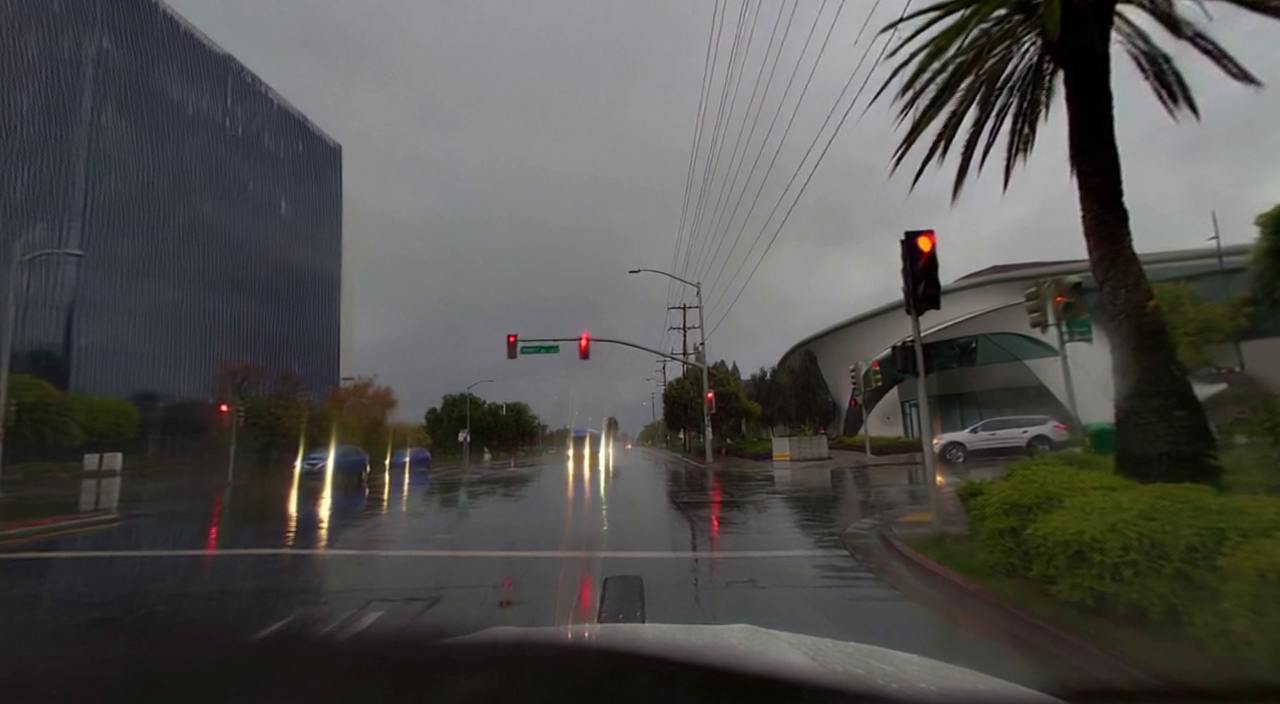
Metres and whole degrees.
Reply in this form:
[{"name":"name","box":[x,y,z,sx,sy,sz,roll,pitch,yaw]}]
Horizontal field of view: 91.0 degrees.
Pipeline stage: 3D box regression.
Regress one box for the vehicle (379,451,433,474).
[{"name":"vehicle","box":[-15.197,7.146,41.048,1.875,1.389,3.784,0,-9,3]}]

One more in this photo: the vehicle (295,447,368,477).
[{"name":"vehicle","box":[-19.047,6.799,39.124,2.017,1.739,4.569,0,-9,2]}]
